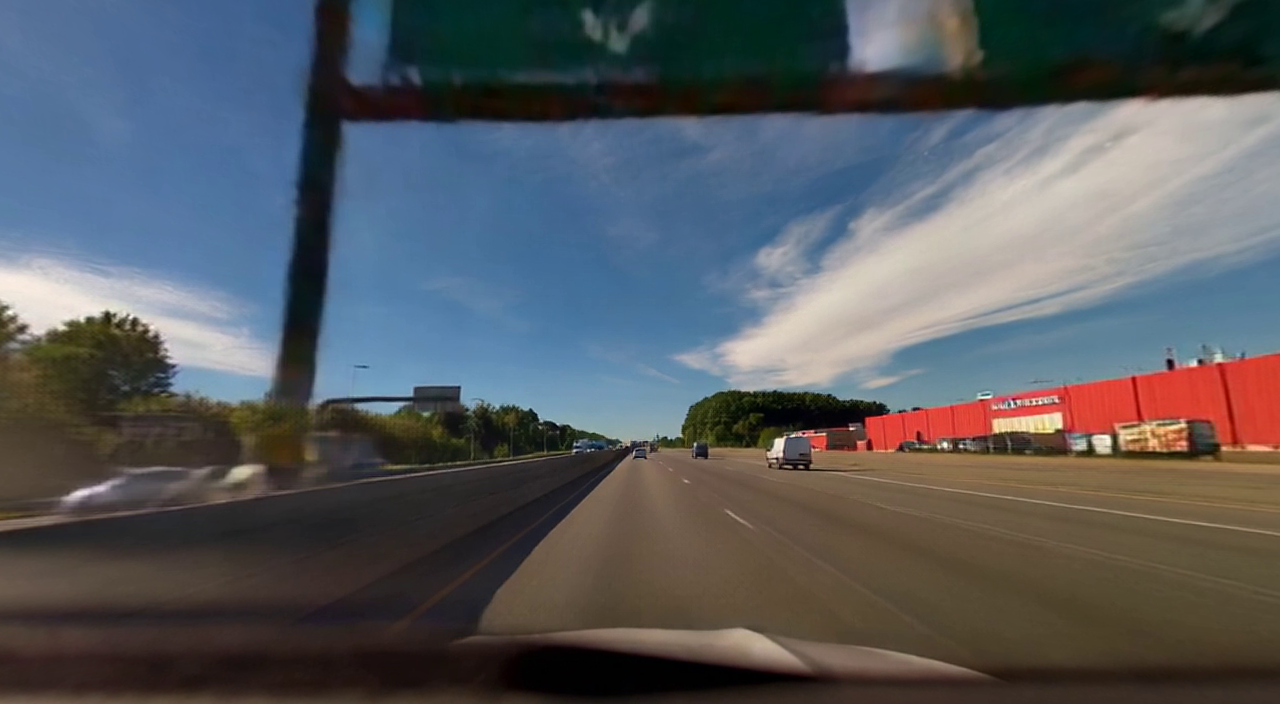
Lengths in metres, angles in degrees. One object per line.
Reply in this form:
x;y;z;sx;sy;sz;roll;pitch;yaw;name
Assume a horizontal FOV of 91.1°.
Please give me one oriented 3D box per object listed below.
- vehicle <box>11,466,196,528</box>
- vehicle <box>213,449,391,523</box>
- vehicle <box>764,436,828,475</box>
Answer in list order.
-15.733;4.232;18.805;1.862;1.517;4.136;0;-9;0;vehicle
-7.987;3.162;15.441;1.971;1.520;4.310;0;-9;0;vehicle
8.351;5.608;34.164;2.156;1.943;5.010;0;-9;0;vehicle
